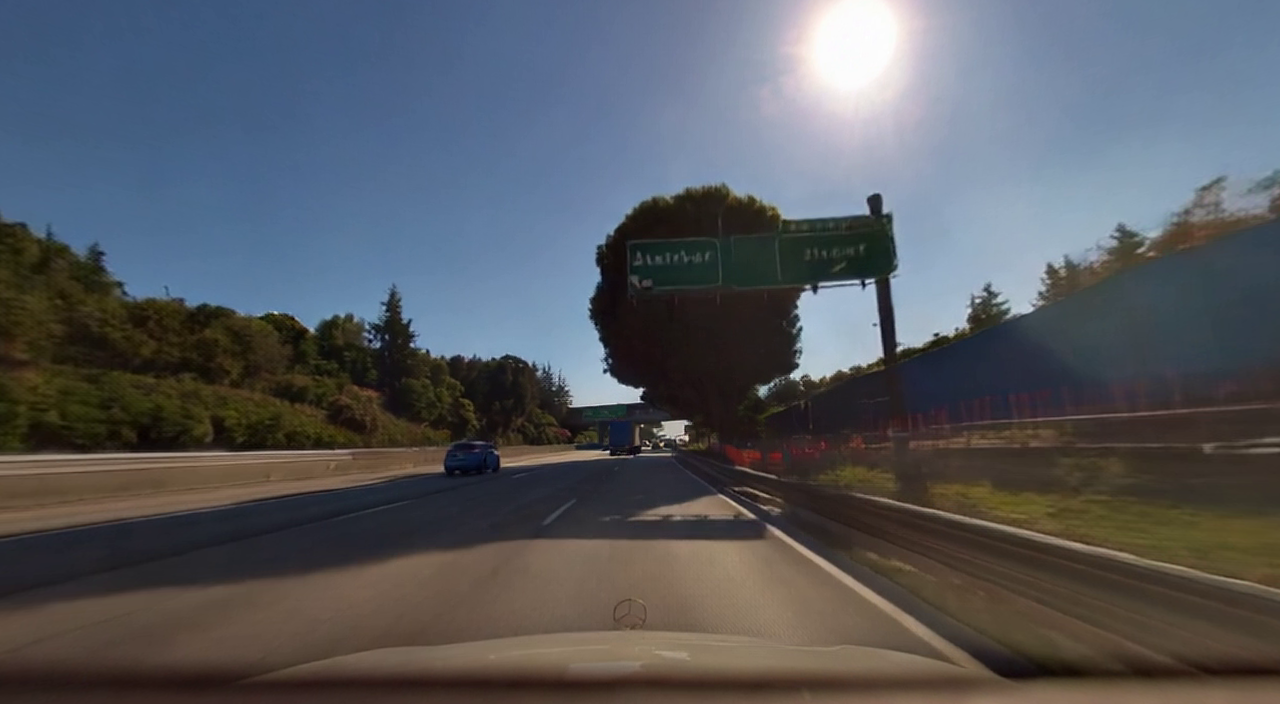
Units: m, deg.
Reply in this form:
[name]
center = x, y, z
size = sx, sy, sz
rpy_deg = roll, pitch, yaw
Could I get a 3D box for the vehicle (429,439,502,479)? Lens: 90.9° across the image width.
[vehicle]
center = -7.421, 4.605, 27.243
size = 1.893, 1.566, 4.051
rpy_deg = 0, -9, 1
